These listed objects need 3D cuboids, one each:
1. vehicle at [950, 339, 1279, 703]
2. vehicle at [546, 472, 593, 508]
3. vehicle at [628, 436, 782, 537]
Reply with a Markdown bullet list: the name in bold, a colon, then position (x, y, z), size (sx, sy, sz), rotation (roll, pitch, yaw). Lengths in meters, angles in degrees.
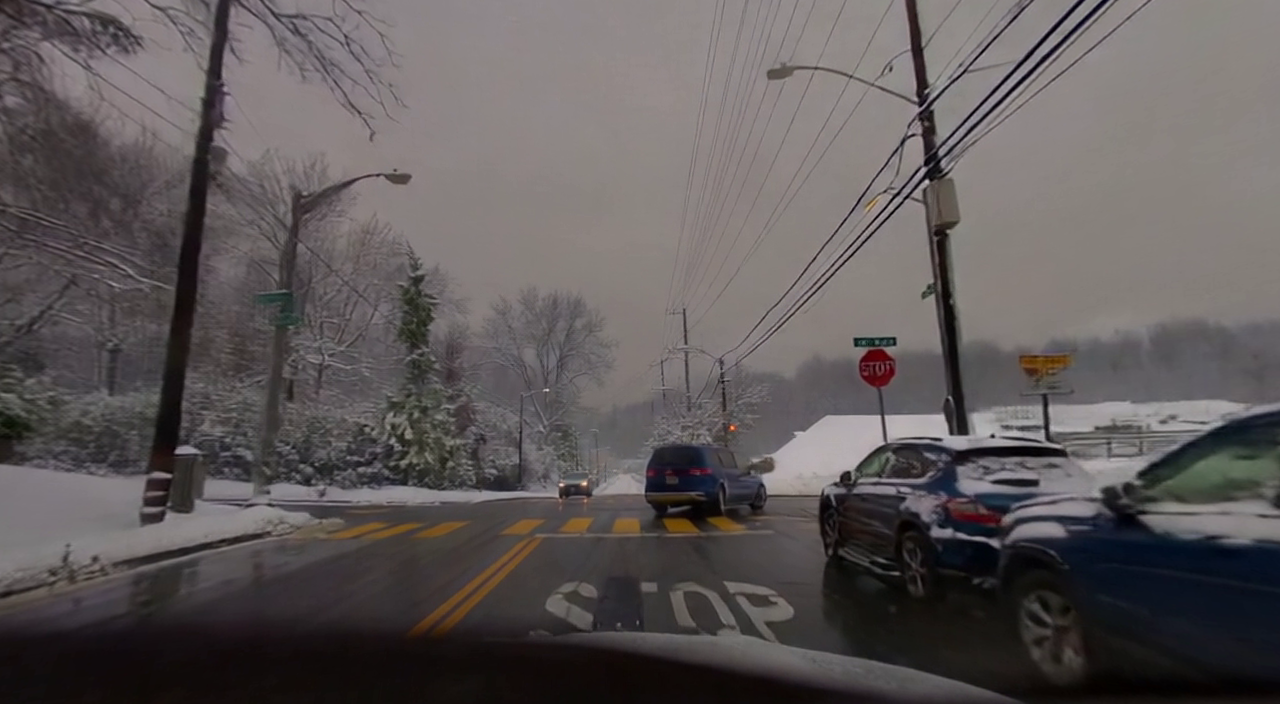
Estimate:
- **vehicle**: position (3.309, 0.821, 2.230), size (2.039, 1.731, 4.428), rotation (0, -8, -2)
- **vehicle**: position (-3.538, 7.011, 32.339), size (1.911, 1.563, 4.057), rotation (0, -8, 0)
- **vehicle**: position (1.671, 2.833, 14.158), size (2.214, 1.789, 4.872), rotation (-3, -9, 20)
